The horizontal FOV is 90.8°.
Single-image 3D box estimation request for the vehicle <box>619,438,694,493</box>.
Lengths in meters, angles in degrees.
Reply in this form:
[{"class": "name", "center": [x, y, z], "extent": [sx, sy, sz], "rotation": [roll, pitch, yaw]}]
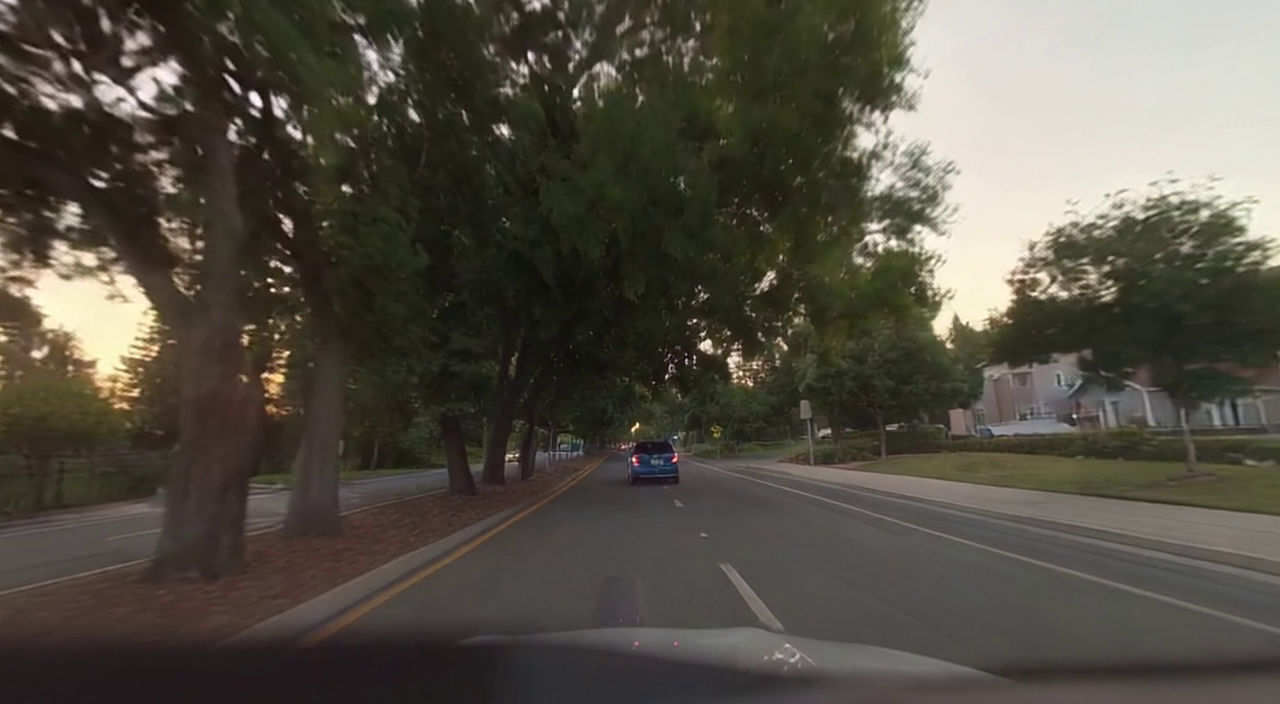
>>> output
[{"class": "vehicle", "center": [0.393, 3.652, 20.711], "extent": [2.066, 1.603, 4.475], "rotation": [0, -9, -3]}]
